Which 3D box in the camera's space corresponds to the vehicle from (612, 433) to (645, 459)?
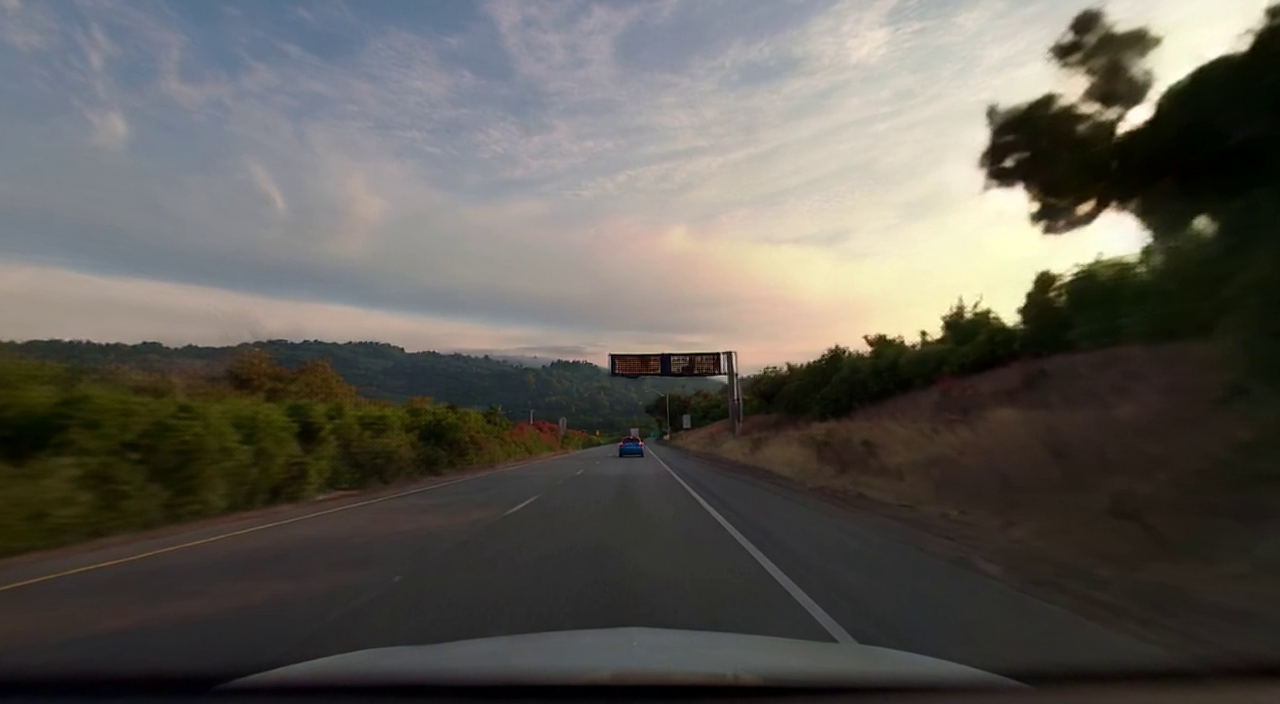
[{"bbox_3d":[-0.805,6.543,43.828,2.180,1.717,4.139,0,-8,-1],"label":"vehicle"}]
